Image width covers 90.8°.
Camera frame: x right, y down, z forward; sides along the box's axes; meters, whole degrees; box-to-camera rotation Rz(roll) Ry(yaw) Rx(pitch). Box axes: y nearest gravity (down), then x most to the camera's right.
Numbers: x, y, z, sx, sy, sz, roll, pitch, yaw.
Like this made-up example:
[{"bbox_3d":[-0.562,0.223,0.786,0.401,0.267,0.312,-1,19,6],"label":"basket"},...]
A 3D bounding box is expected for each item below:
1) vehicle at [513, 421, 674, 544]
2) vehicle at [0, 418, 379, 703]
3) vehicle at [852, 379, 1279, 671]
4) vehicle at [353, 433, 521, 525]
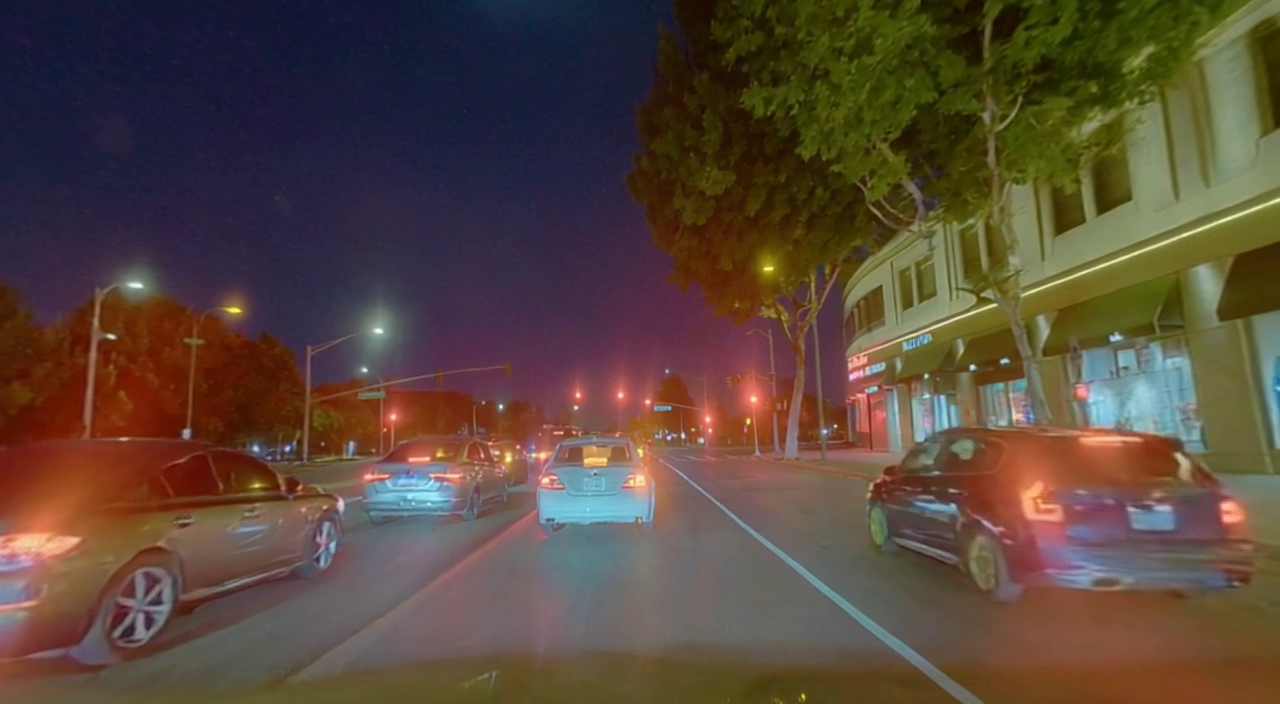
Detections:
[{"bbox_3d":[-0.617,1.963,10.091,2.042,1.555,3.912,0,-8,-1],"label":"vehicle"},{"bbox_3d":[-4.127,1.383,5.247,2.020,1.457,4.496,0,-8,0],"label":"vehicle"},{"bbox_3d":[3.780,1.299,5.819,2.097,1.651,4.300,0,-9,-1],"label":"vehicle"},{"bbox_3d":[-3.734,2.400,12.480,1.950,1.487,4.130,0,-9,0],"label":"vehicle"}]
